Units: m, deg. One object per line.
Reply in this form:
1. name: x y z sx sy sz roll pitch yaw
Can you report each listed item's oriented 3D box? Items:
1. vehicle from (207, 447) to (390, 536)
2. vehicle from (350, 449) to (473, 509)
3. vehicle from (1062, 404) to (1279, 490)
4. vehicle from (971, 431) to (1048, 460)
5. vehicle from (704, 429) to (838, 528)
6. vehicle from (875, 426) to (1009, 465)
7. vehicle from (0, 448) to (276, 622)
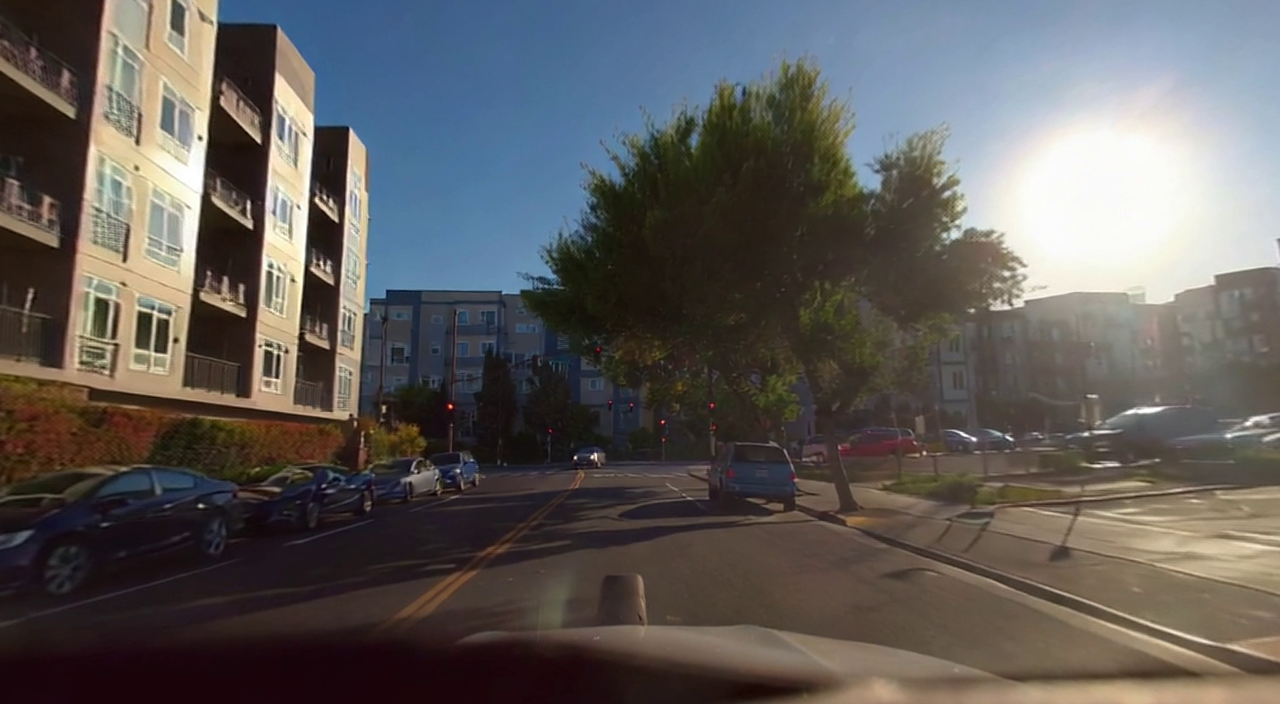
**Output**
1. vehicle: -6.713 2.721 12.937 1.713 1.531 3.685 0 -8 -1
2. vehicle: -6.434 3.599 18.444 1.934 1.484 4.630 0 -9 -1
3. vehicle: 12.580 2.149 14.328 4.591 1.785 1.921 0 -8 -1
4. vehicle: 22.738 5.766 38.962 3.673 1.554 1.760 3 -8 1
5. vehicle: 2.866 2.818 15.079 2.034 1.689 4.978 0 -4 -1
6. vehicle: 11.872 3.701 25.032 4.348 1.439 1.907 0 -8 -6
7. vehicle: -6.482 1.905 7.563 1.789 1.462 4.313 0 -9 -2
